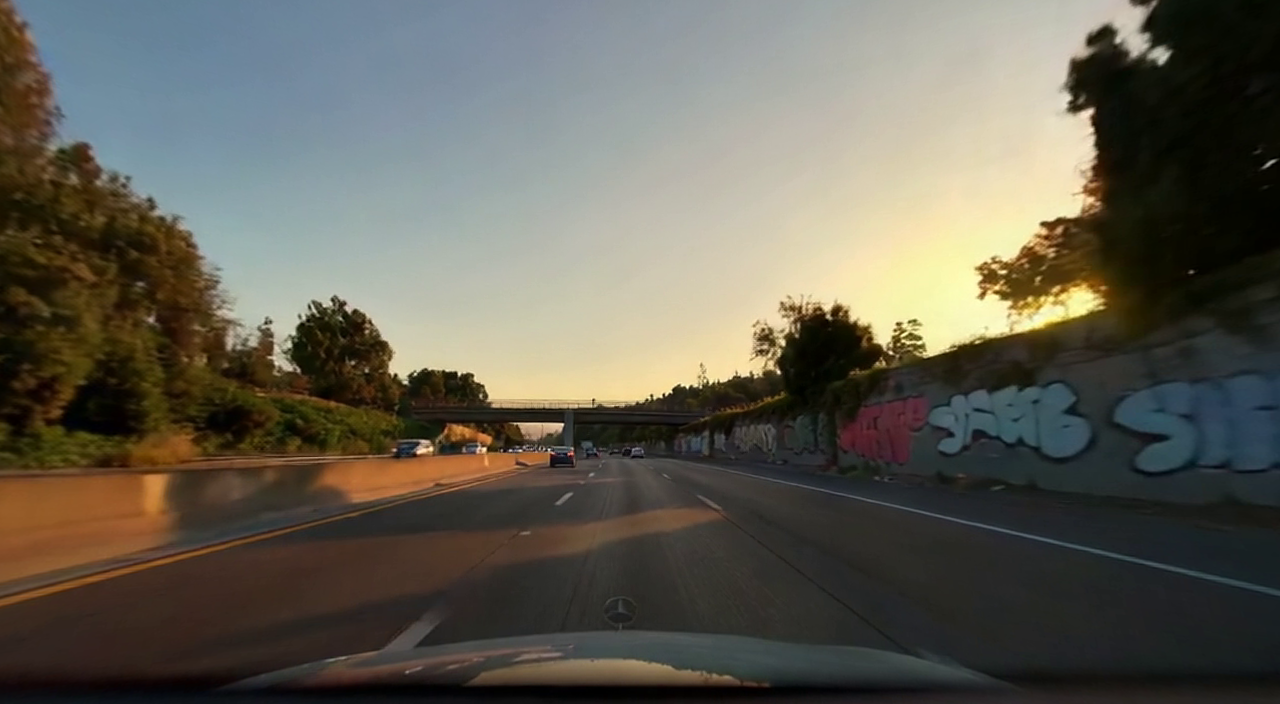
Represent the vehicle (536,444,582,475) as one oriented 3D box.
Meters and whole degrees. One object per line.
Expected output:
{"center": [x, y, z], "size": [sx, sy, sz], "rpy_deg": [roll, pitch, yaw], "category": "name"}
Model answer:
{"center": [-4.013, 5.396, 31.748], "size": [1.871, 1.459, 3.771], "rpy_deg": [0, -9, -1], "category": "vehicle"}
